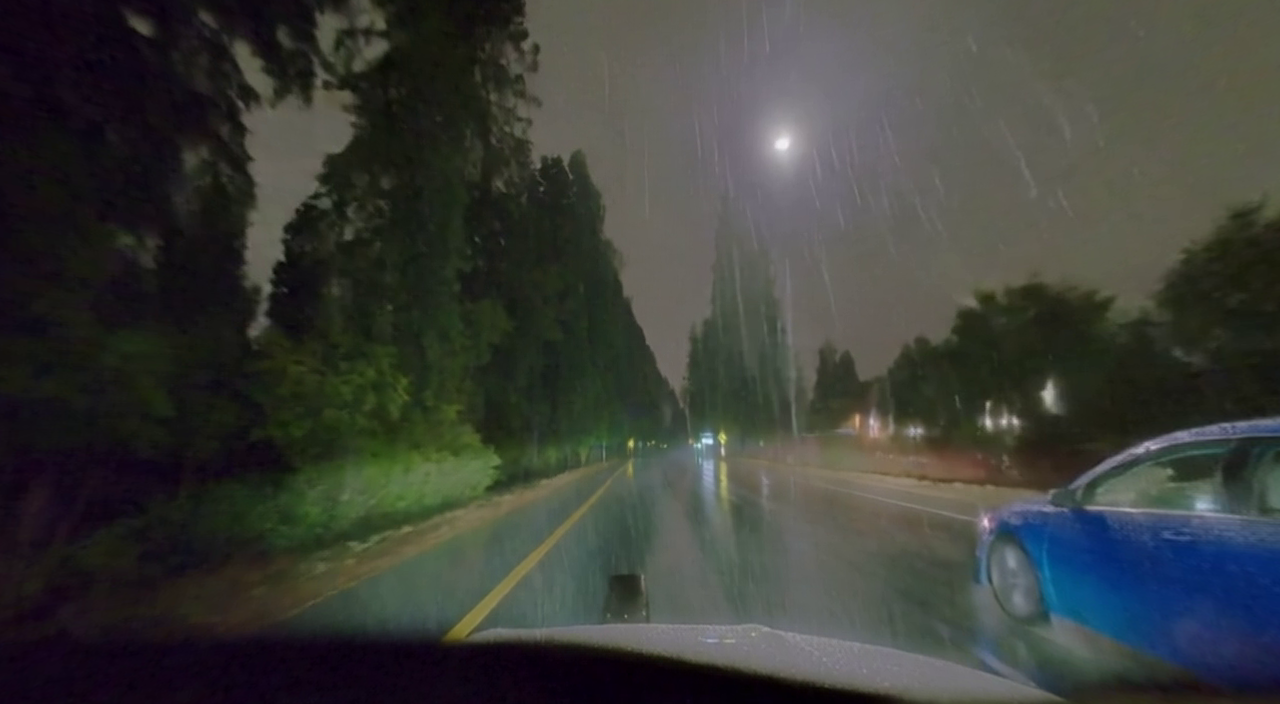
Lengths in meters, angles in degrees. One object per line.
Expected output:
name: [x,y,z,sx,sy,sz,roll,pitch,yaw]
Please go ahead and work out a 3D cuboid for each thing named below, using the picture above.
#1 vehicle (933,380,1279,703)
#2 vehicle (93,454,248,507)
vehicle: [3.383,0.907,2.617,2.061,1.503,4.823,0,-9,1]
vehicle: [-16.090,4.399,21.952,1.893,1.571,4.390,0,-9,2]
